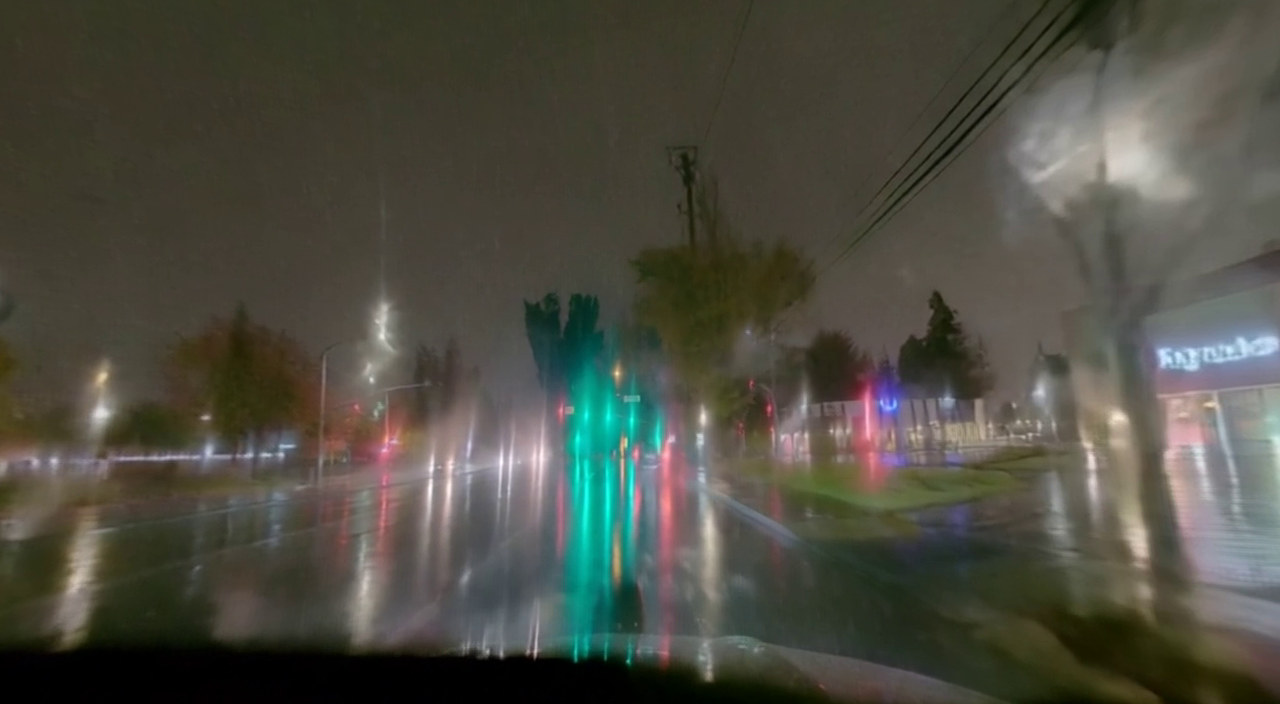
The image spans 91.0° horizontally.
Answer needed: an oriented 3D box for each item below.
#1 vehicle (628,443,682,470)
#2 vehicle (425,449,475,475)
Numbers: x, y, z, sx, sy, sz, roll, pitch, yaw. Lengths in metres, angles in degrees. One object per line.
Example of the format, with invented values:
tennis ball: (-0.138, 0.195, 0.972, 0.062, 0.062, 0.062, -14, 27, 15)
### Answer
vehicle: (1.071, 6.742, 40.845, 2.191, 1.607, 4.361, -3, -9, 21)
vehicle: (-13.257, 7.695, 44.214, 2.145, 1.660, 4.423, 0, -9, 0)
